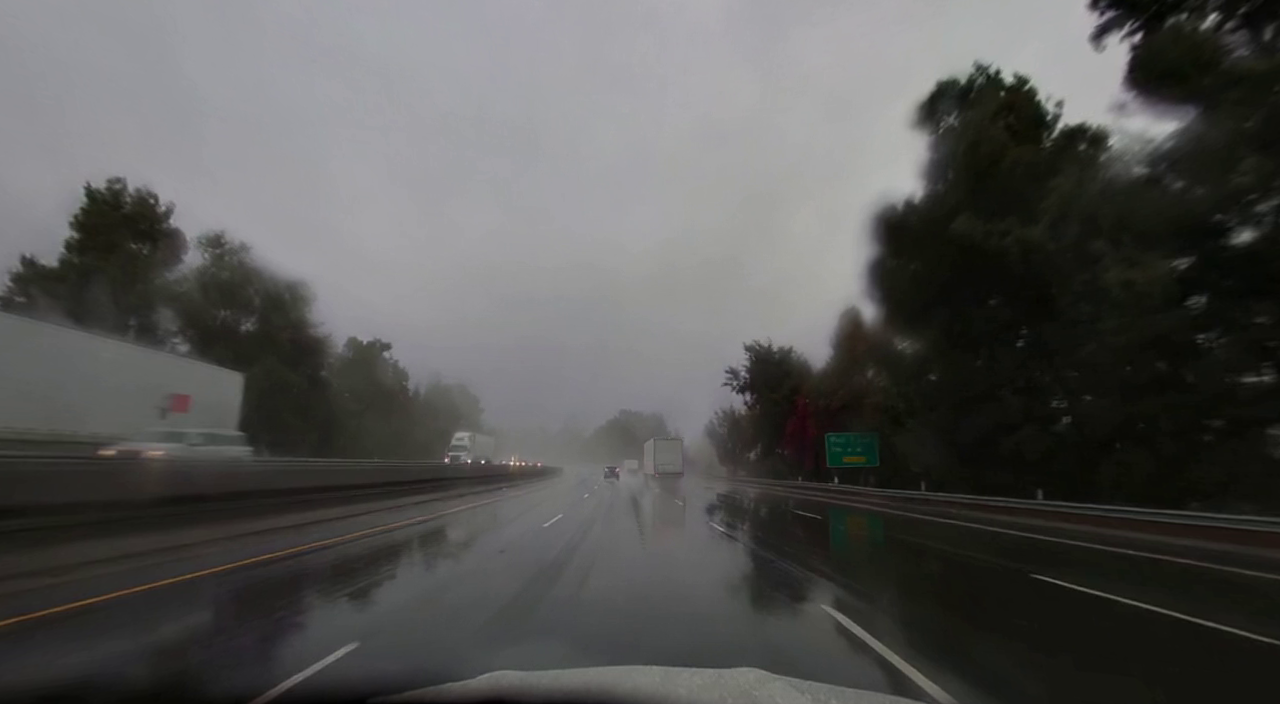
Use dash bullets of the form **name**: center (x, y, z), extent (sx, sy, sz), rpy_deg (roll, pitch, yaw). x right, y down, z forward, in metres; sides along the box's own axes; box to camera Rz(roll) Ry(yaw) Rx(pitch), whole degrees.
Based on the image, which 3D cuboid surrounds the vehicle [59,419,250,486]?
- **vehicle**: center (-12.309, 2.659, 16.392), extent (1.741, 1.478, 4.057), rpy_deg (1, -11, -1)

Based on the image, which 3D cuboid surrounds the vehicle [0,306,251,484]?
- **vehicle**: center (-16.088, 1.365, 16.515), extent (2.841, 3.975, 14.213), rpy_deg (1, -11, -1)

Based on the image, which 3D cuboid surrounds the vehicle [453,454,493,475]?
- **vehicle**: center (-12.767, 8.667, 48.480), extent (1.949, 1.465, 4.211), rpy_deg (1, -11, -1)
